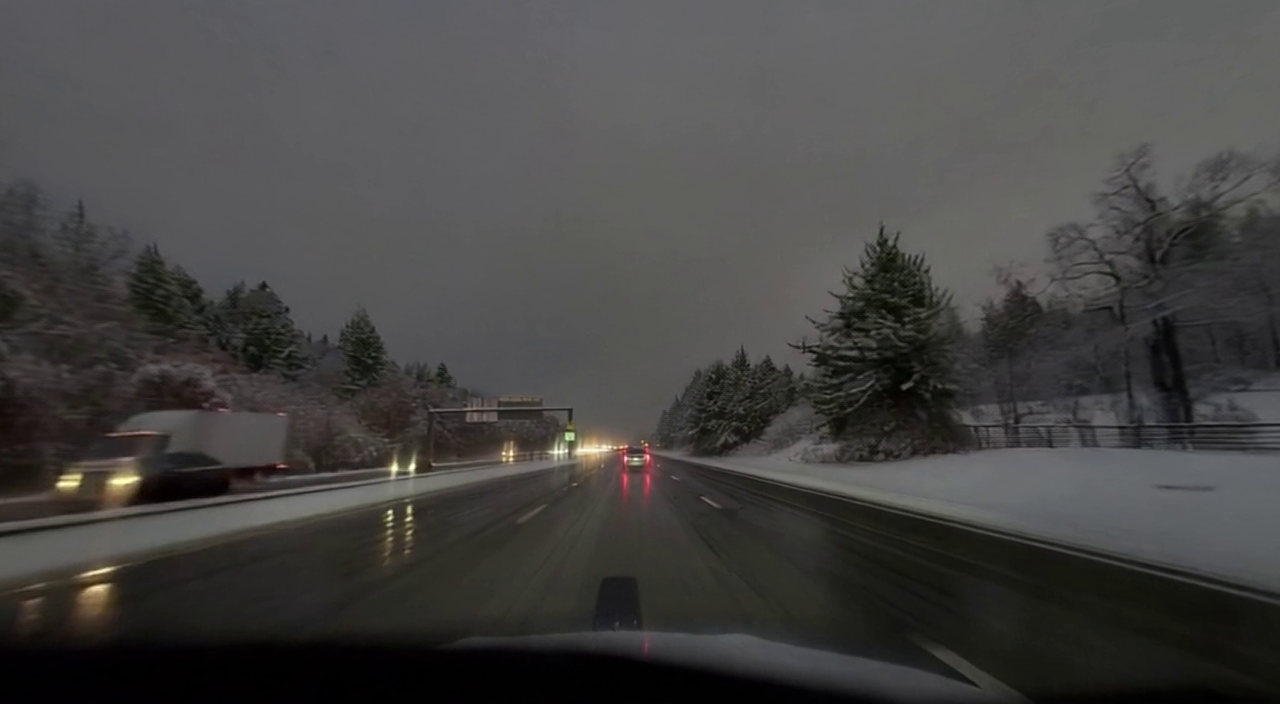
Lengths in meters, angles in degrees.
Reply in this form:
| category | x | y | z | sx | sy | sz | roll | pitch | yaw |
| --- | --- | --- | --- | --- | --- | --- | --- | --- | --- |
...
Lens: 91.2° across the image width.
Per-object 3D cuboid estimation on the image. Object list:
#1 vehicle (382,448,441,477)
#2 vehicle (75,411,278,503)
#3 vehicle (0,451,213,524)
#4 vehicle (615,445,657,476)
| category | x | y | z | sx | sy | sz | roll | pitch | yaw |
| --- | --- | --- | --- | --- | --- | --- | --- | --- | --- |
| vehicle | -13.919 | 6.725 | 38.482 | 1.999 | 1.634 | 4.232 | 0 | -9 | 0 |
| vehicle | -17.209 | 3.972 | 23.992 | 2.645 | 3.018 | 6.446 | -1 | -9 | 1 |
| vehicle | -12.757 | 3.191 | 15.313 | 1.903 | 1.495 | 3.908 | 0 | -9 | -1 |
| vehicle | -0.227 | 5.785 | 33.612 | 2.095 | 1.537 | 4.017 | 0 | -9 | -1 |
